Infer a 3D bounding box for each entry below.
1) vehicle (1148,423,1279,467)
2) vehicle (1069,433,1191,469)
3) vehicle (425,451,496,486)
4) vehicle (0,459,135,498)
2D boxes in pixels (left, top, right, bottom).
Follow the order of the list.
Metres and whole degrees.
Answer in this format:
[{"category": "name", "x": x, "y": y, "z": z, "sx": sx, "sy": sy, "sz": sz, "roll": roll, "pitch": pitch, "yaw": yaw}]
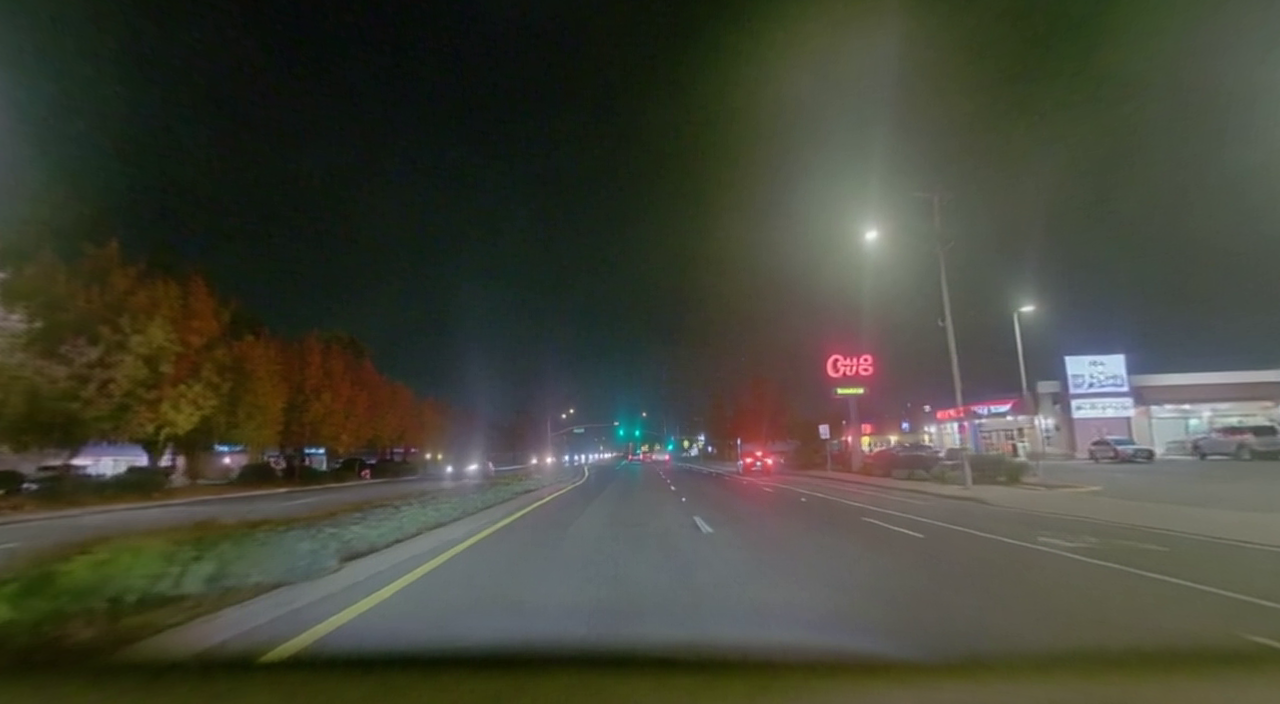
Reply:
[{"category": "vehicle", "x": 25.602, "y": 4.156, "z": 28.230, "sx": 2.012, "sy": 1.772, "sz": 4.458, "roll": 0, "pitch": -8, "yaw": 0}, {"category": "vehicle", "x": 23.144, "y": 4.700, "z": 30.122, "sx": 2.113, "sy": 1.582, "sz": 4.559, "roll": 0, "pitch": -9, "yaw": 0}, {"category": "vehicle", "x": -8.702, "y": 5.662, "z": 31.139, "sx": 2.043, "sy": 1.536, "sz": 4.682, "roll": 0, "pitch": -9, "yaw": 1}, {"category": "vehicle", "x": -28.904, "y": 6.235, "z": 31.368, "sx": 5.699, "sy": 1.782, "sz": 2.271, "roll": 0, "pitch": -9, "yaw": 2}]
